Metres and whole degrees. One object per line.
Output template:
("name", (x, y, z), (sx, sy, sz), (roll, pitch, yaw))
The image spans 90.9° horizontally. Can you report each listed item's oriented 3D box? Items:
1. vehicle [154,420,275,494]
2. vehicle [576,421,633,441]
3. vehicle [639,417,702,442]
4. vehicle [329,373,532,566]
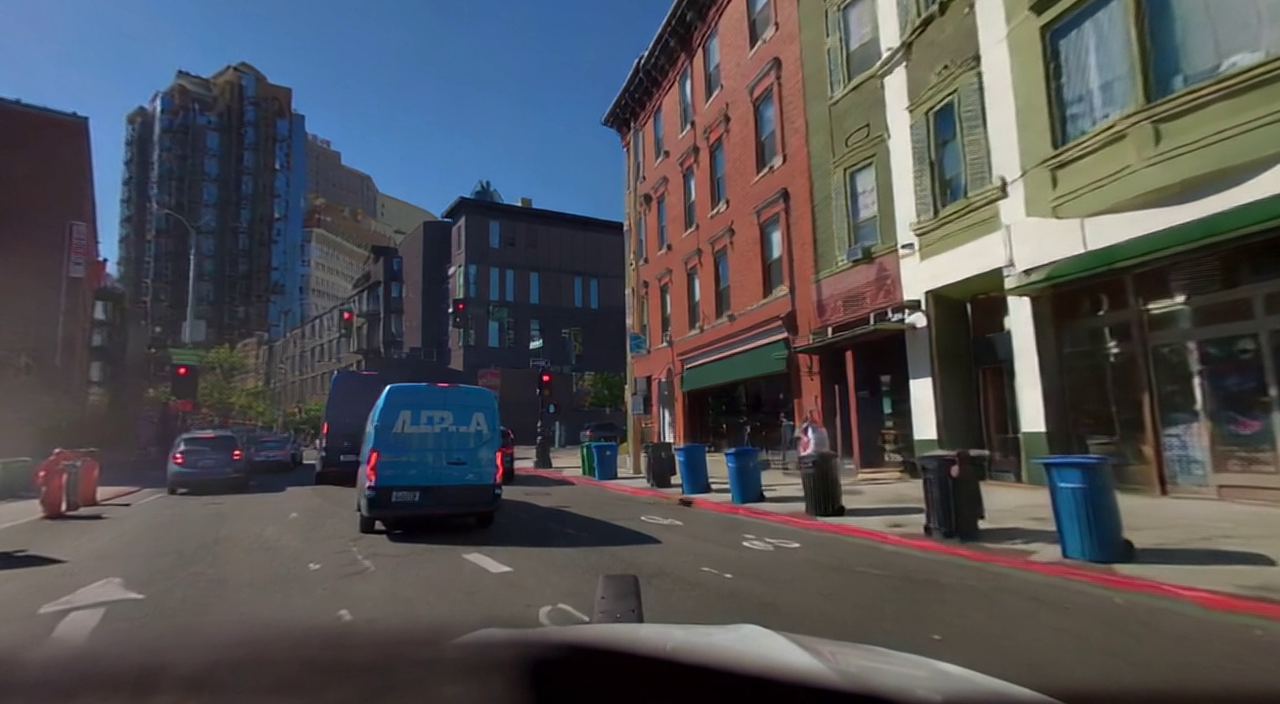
("vehicle", (-9.691, 2.377, 14.622), (1.841, 1.461, 3.426), (4, -9, -27))
("vehicle", (-2.638, 5.995, 47.460), (3.885, 1.449, 1.757), (5, -9, -28))
("vehicle", (2.082, 5.283, 42.514), (4.020, 1.572, 1.718), (6, -10, -32))
("vehicle", (-3.090, 1.478, 8.654), (1.951, 1.907, 4.266), (4, -9, -27))
